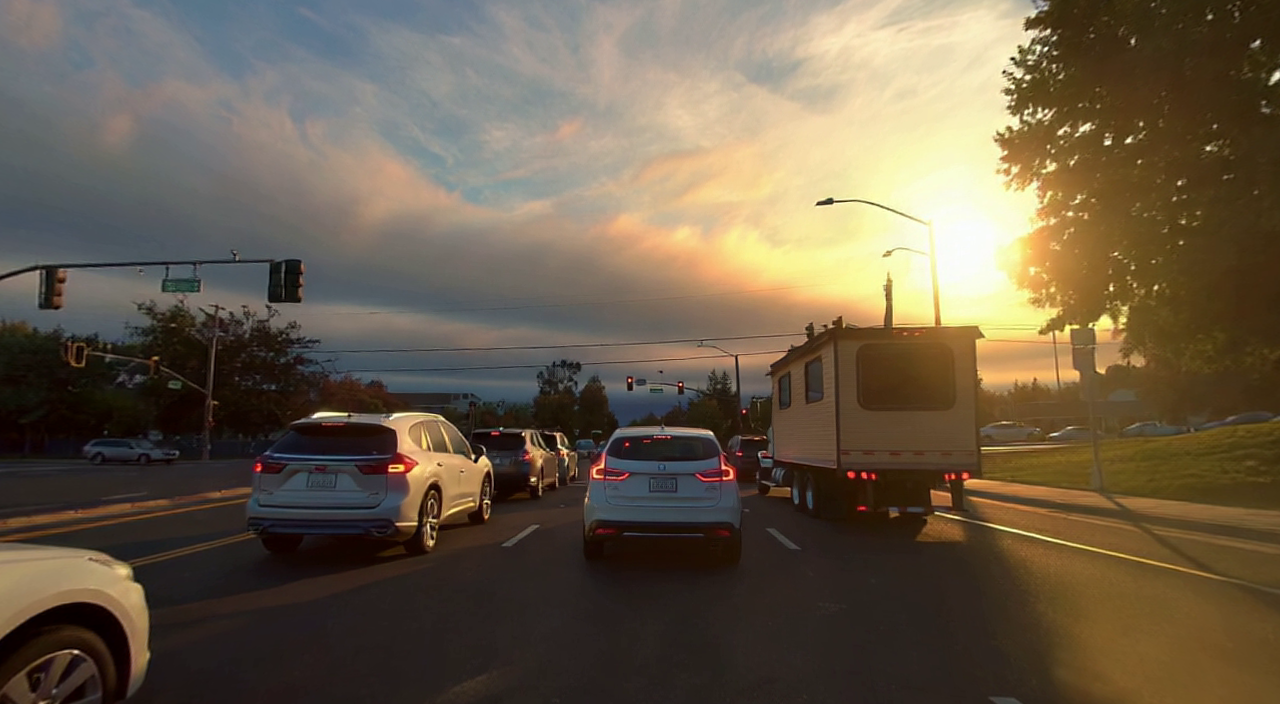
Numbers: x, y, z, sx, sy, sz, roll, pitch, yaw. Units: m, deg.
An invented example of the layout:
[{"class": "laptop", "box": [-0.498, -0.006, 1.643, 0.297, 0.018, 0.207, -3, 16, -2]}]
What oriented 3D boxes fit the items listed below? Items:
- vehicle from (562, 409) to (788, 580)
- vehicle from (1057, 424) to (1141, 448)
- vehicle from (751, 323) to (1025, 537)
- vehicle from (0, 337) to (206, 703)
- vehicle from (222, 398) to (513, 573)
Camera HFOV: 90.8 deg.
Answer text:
[{"class": "vehicle", "box": [0.348, 1.702, 8.313, 2.189, 1.649, 4.171, 0, -9, 0]}, {"class": "vehicle", "box": [33.183, 6.137, 45.877, 4.671, 1.595, 1.824, -5, -10, 31]}, {"class": "vehicle", "box": [3.675, 1.403, 11.002, 2.531, 2.750, 5.595, 0, -9, 1]}, {"class": "vehicle", "box": [-3.438, 0.674, 1.472, 1.952, 1.730, 4.116, 0, -9, -1]}, {"class": "vehicle", "box": [-3.283, 1.718, 8.846, 2.085, 1.812, 4.388, 0, -9, 0]}]
